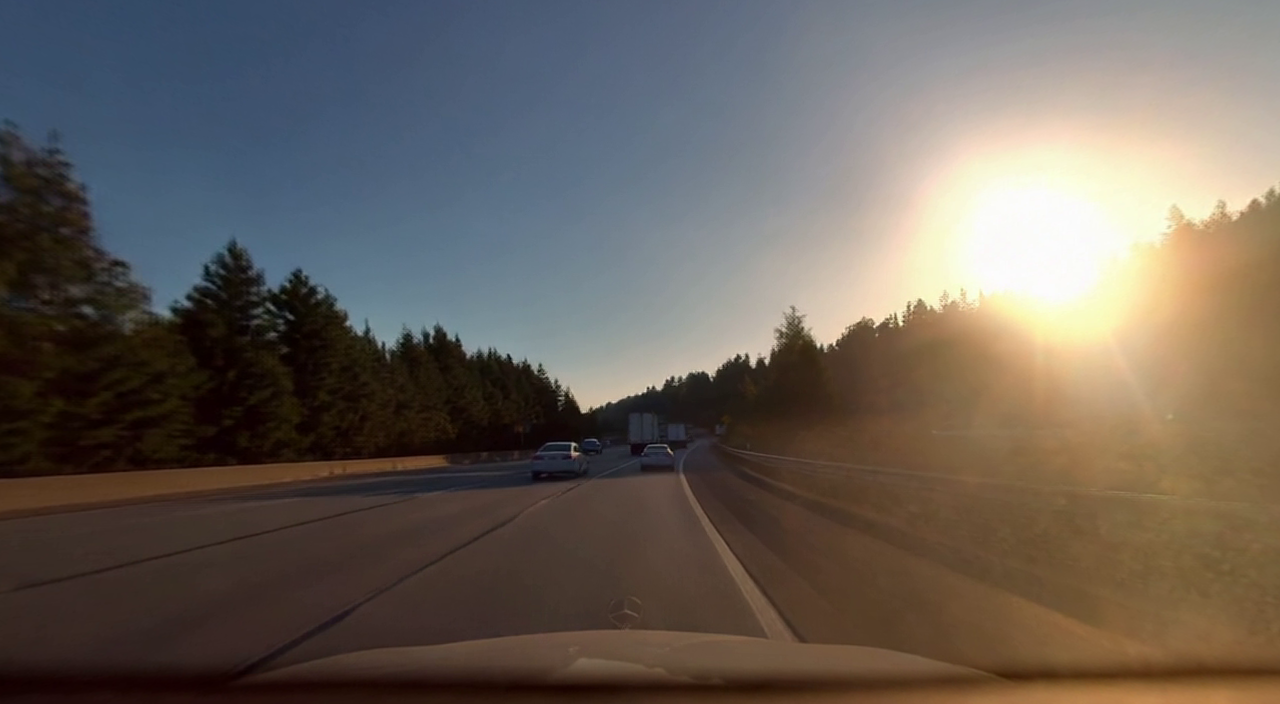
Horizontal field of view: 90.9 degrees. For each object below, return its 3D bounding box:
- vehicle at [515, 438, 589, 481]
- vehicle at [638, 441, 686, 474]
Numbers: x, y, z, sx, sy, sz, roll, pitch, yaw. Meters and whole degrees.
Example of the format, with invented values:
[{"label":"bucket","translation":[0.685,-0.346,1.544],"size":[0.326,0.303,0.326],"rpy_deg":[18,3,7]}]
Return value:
[{"label":"vehicle","translation":[-3.243,4.096,24.333],"size":[1.916,1.486,4.631],"rpy_deg":[-1,-9,4]},{"label":"vehicle","translation":[0.968,4.632,27.887],"size":[1.984,1.365,3.767],"rpy_deg":[0,-9,2]}]
